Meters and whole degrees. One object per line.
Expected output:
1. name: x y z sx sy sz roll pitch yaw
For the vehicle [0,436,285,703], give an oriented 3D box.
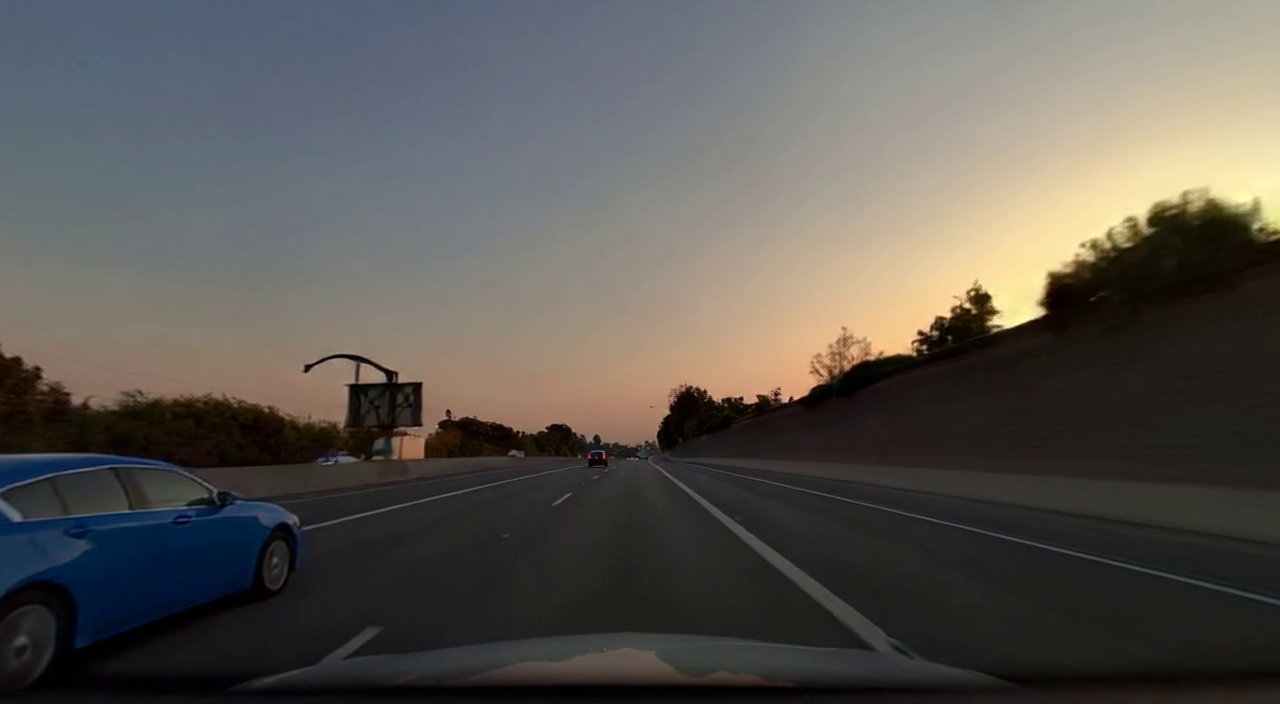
1. vehicle: -3.941 1.192 3.273 1.935 1.479 3.787 0 -9 1
